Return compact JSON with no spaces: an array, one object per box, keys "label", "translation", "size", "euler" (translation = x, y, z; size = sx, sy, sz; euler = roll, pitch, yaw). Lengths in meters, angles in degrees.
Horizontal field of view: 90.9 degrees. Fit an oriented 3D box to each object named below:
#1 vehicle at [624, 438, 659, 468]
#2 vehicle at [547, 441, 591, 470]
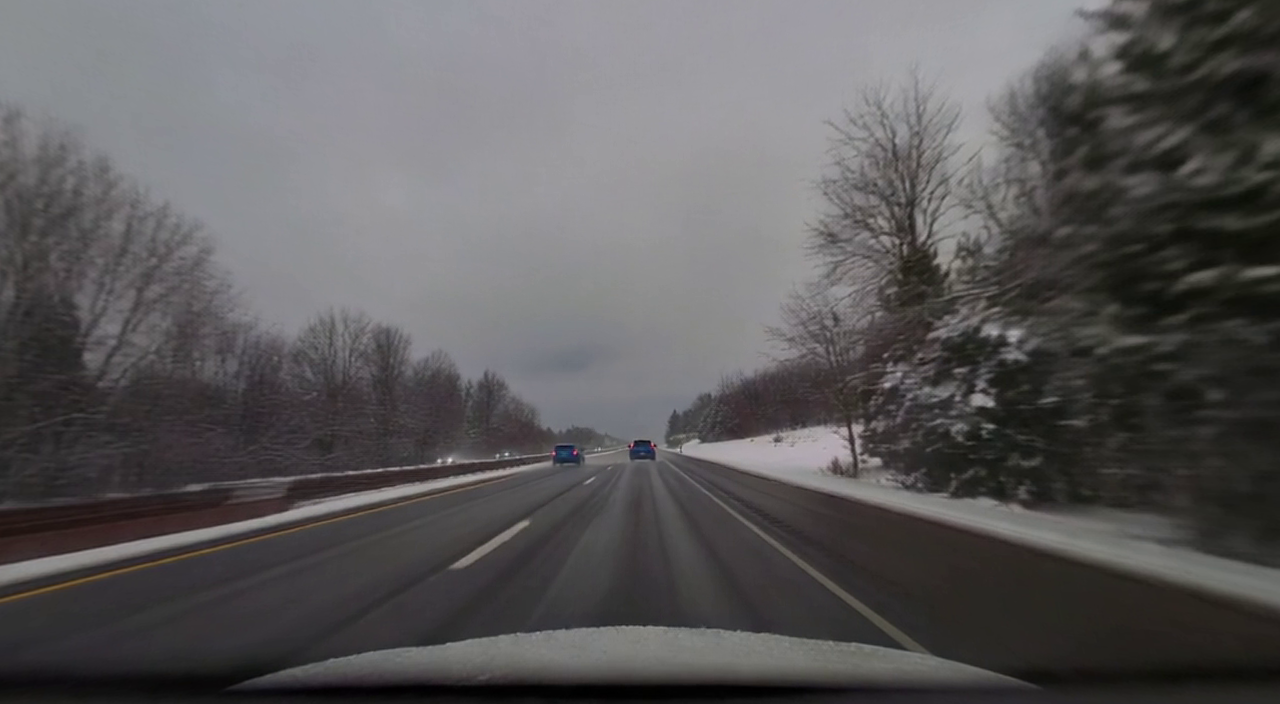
[{"label":"vehicle","translation":[0.076,6.494,40.651],"size":[2.126,1.786,3.958],"euler":[0,-9,0]},{"label":"vehicle","translation":[-4.152,6.163,37.675],"size":[2.113,1.656,4.215],"euler":[0,-9,1]}]
